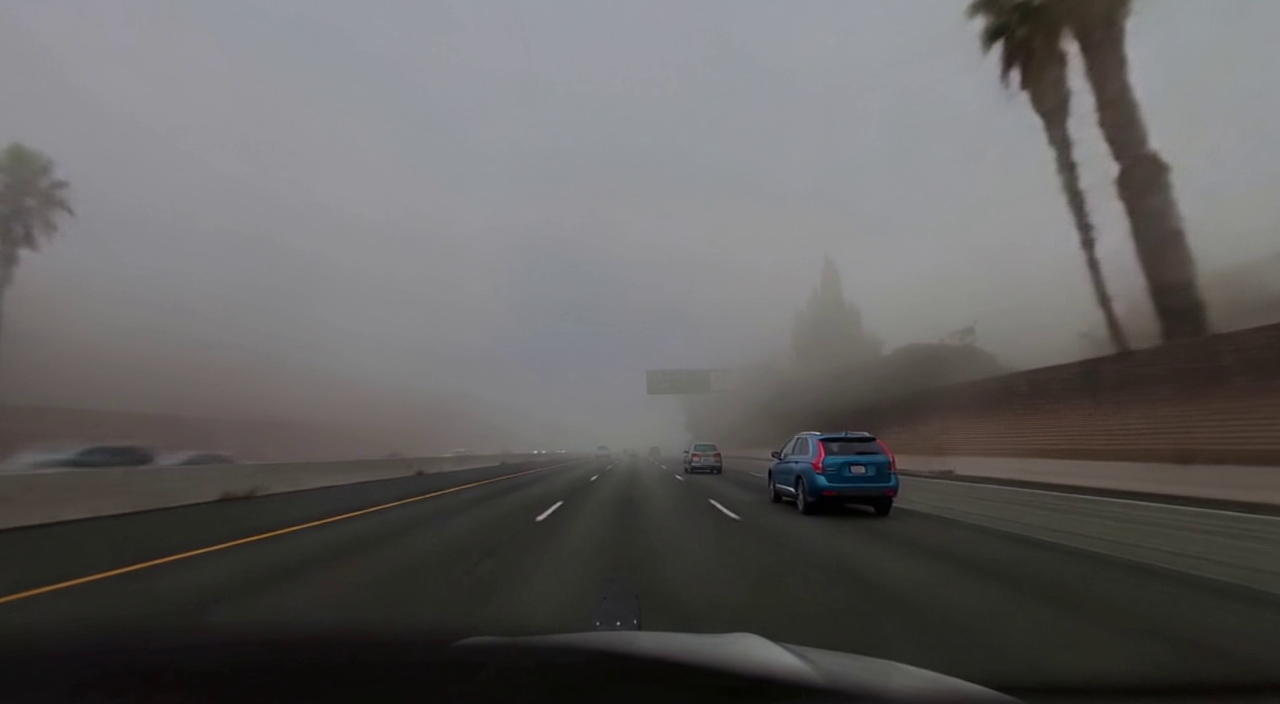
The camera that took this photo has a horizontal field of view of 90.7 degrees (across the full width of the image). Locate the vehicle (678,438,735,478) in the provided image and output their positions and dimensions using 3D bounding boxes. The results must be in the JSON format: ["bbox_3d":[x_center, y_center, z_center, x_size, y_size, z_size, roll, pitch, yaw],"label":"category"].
[{"bbox_3d":[2.961,4.868,29.227,2.045,1.688,4.313,0,-8,-2],"label":"vehicle"}]

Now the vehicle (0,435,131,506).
[{"bbox_3d":[-15.828,2.896,15.696,2.018,1.635,5.236,0,-8,0],"label":"vehicle"}]

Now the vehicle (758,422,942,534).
[{"bbox_3d":[3.616,2.242,11.828,1.910,1.696,4.187,0,-8,-1],"label":"vehicle"}]
